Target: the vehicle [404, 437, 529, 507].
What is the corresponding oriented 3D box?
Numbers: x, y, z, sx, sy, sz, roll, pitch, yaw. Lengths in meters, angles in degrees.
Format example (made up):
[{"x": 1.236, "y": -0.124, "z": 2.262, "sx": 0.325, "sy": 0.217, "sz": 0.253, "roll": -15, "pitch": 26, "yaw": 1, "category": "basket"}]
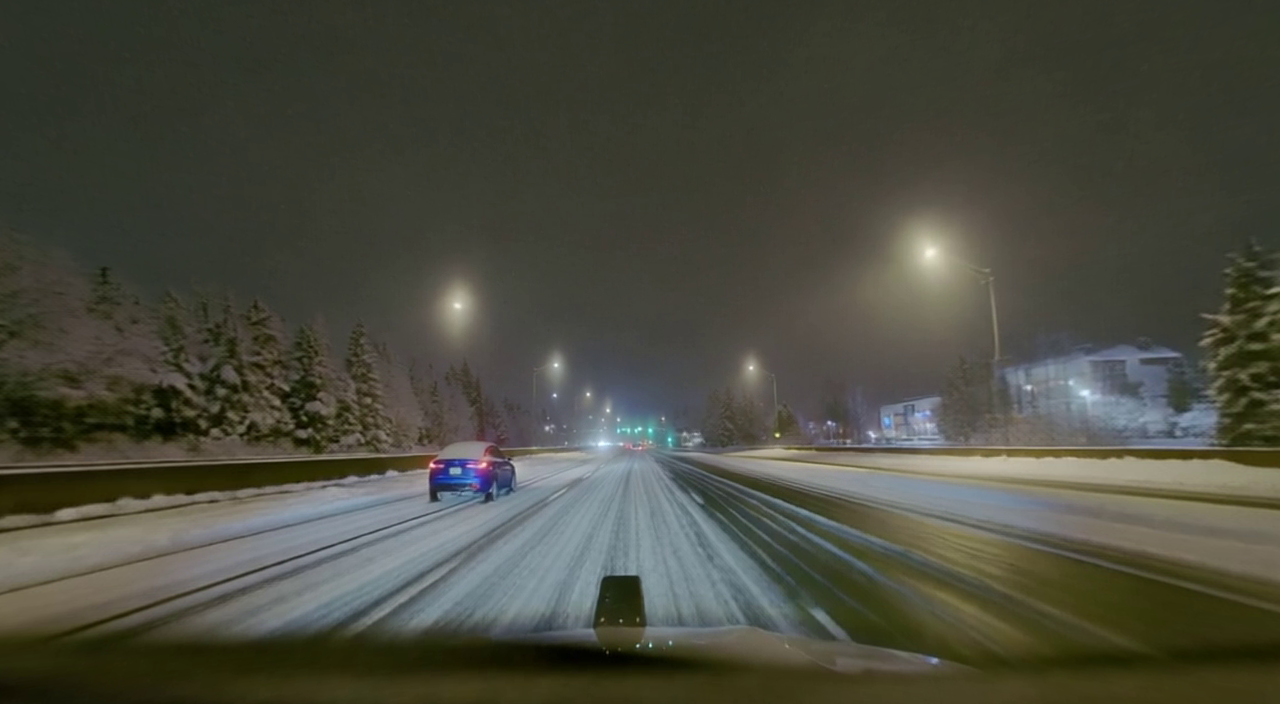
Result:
[{"x": -4.168, "y": 2.951, "z": 16.018, "sx": 1.900, "sy": 1.492, "sz": 4.495, "roll": 0, "pitch": -8, "yaw": 0, "category": "vehicle"}]
